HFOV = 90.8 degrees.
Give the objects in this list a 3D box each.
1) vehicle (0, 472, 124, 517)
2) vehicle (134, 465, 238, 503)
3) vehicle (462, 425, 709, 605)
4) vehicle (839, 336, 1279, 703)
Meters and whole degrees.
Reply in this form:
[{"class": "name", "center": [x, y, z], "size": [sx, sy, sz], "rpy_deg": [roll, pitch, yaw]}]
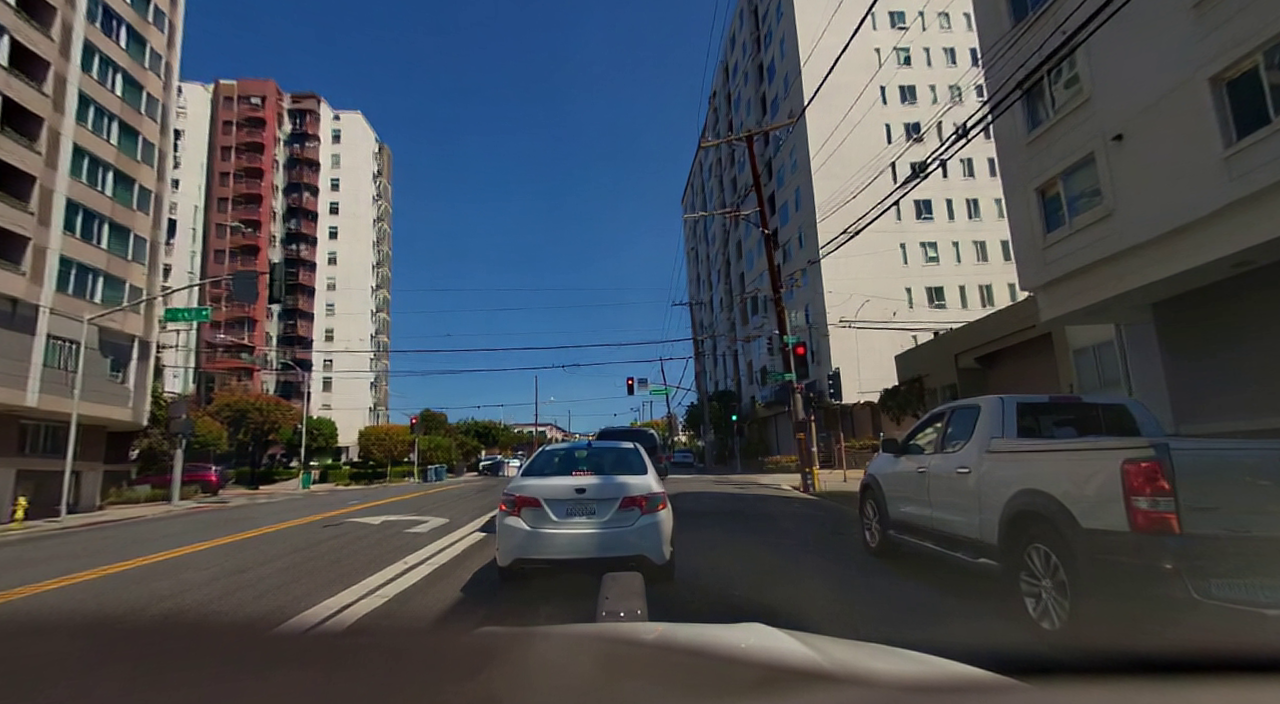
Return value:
[{"class": "vehicle", "center": [-24.754, 6.073, 26.997], "size": [3.891, 1.538, 1.698], "rpy_deg": [-5, -11, 0]}, {"class": "vehicle", "center": [-25.369, 7.373, 35.390], "size": [4.337, 1.739, 1.981], "rpy_deg": [-4, -11, 1]}, {"class": "vehicle", "center": [-0.484, 1.649, 7.325], "size": [2.019, 1.453, 4.129], "rpy_deg": [0, -8, -1]}, {"class": "vehicle", "center": [3.830, 1.238, 5.923], "size": [2.248, 1.945, 5.011], "rpy_deg": [0, -8, 0]}]
